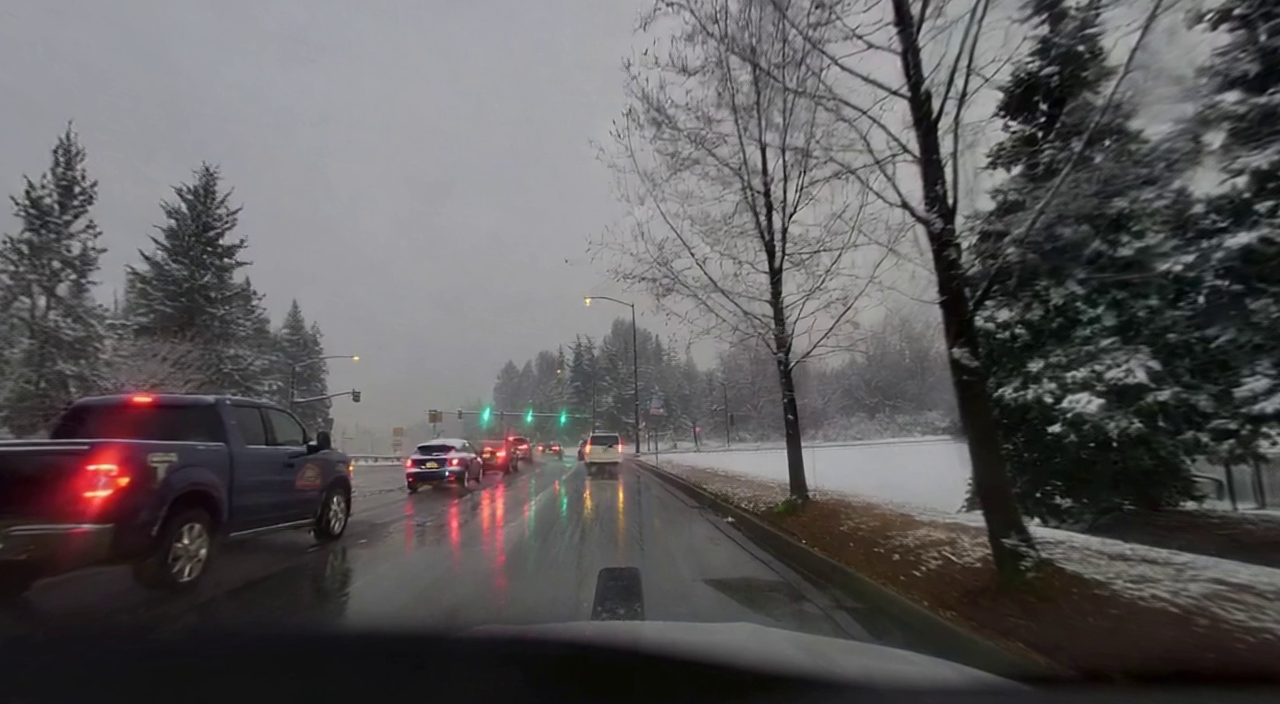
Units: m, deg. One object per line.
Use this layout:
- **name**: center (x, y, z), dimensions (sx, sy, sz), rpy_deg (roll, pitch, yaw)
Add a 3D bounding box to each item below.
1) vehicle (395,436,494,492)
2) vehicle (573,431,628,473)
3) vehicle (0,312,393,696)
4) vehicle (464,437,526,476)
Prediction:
- **vehicle**: center (-6.193, 3.595, 20.577), dimensions (2.069, 1.616, 4.108), rpy_deg (0, -9, -3)
- **vehicle**: center (-1.885, 4.690, 29.756), dimensions (2.368, 1.829, 4.293), rpy_deg (0, -9, -4)
- **vehicle**: center (-5.104, 1.275, 6.361), dimensions (2.860, 2.090, 6.593), rpy_deg (0, -9, -3)
- **vehicle**: center (-6.655, 4.834, 29.435), dimensions (2.010, 1.674, 4.484), rpy_deg (0, -9, -3)
